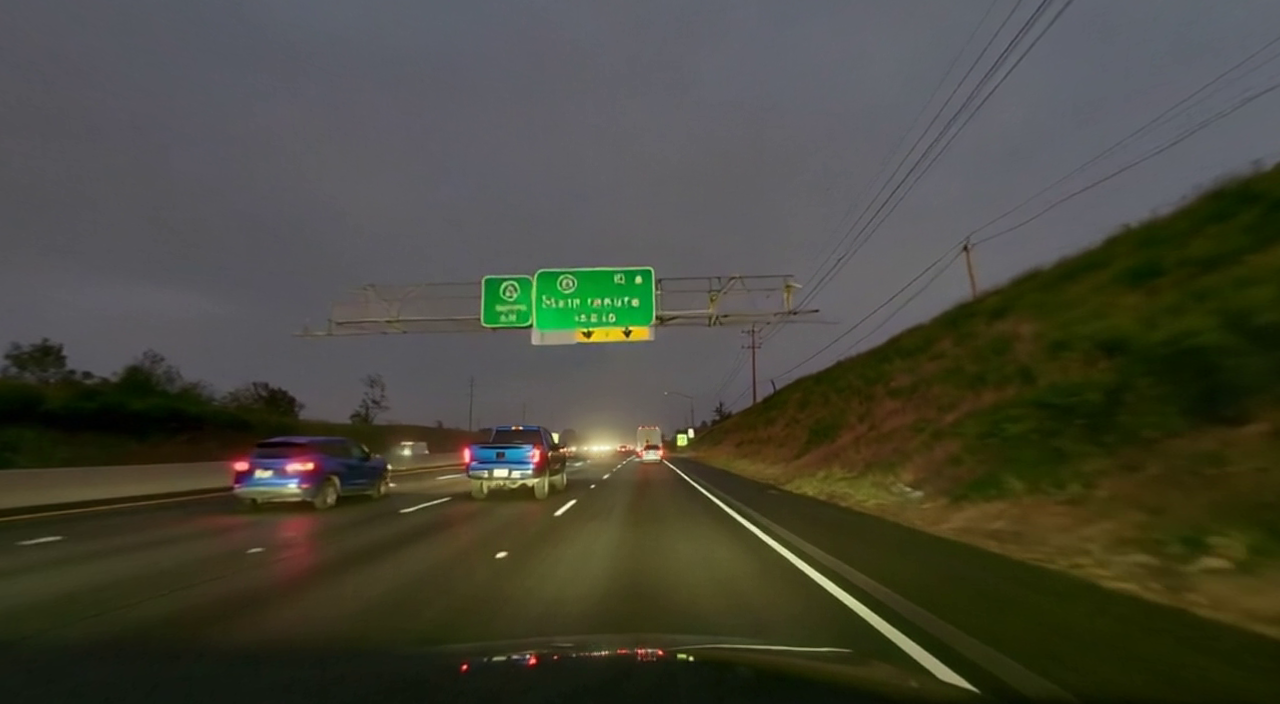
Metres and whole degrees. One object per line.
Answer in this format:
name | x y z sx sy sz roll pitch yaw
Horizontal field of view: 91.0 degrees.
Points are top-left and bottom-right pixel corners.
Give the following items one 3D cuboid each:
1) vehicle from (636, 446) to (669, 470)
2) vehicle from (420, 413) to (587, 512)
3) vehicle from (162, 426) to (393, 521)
vehicle | 0.797 7.065 42.132 2.025 1.485 4.310 0 -8 -1
vehicle | -3.173 2.814 16.569 2.972 2.087 6.126 0 -8 1
vehicle | -7.475 2.542 13.767 2.143 1.688 4.776 0 -8 1
